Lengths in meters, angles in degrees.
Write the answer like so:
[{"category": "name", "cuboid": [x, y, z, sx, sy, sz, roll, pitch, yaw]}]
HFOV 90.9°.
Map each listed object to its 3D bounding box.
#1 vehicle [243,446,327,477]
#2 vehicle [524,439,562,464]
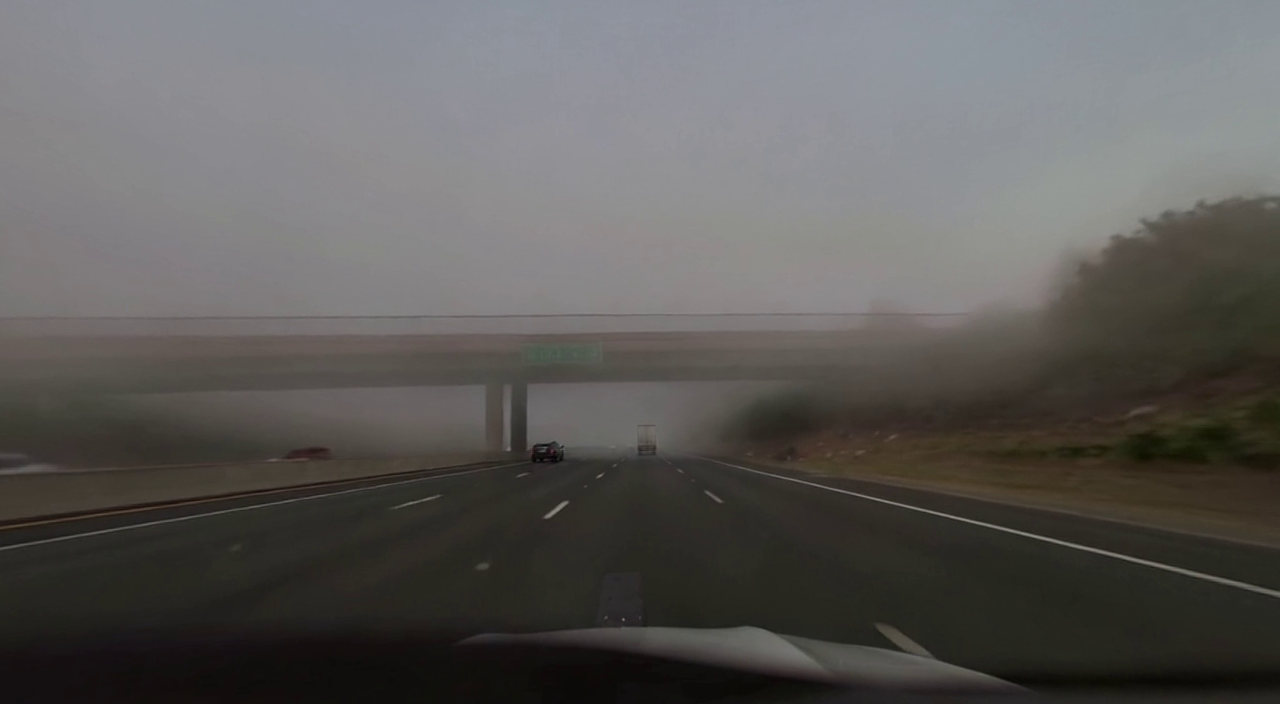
[{"category": "vehicle", "cuboid": [-20.010, 6.156, 35.812, 1.933, 1.607, 4.790, 0, -8, 1]}, {"category": "vehicle", "cuboid": [-7.033, 7.212, 45.968, 1.981, 1.685, 4.171, 0, -8, 2]}]
